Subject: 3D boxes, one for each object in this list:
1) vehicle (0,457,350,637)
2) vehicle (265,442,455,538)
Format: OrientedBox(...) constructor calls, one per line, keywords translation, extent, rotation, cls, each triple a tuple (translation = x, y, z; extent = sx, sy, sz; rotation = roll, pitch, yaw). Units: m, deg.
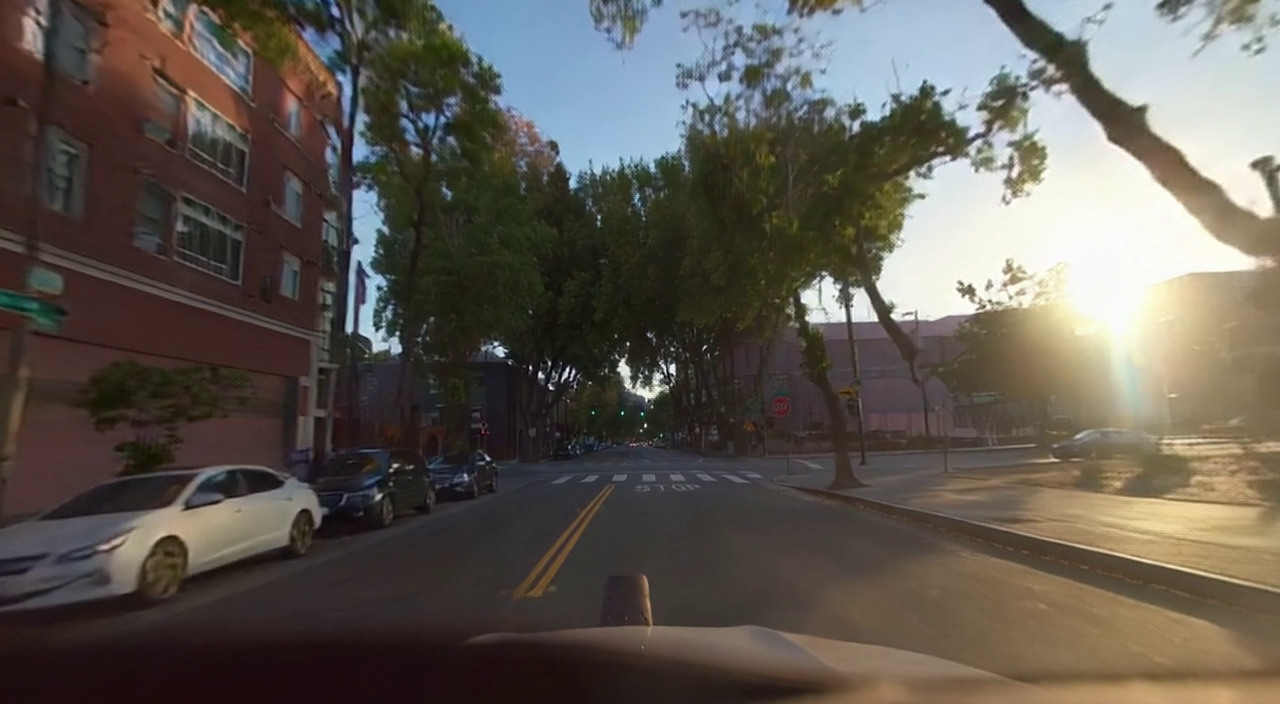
OrientedBox(translation=(-5.672, 2.036, 7.644), extent=(2.131, 1.407, 4.547), rotation=(0, -8, 0), cls="vehicle")
OrientedBox(translation=(-5.546, 2.737, 13.282), extent=(1.901, 1.631, 4.570), rotation=(0, -8, 0), cls="vehicle")
